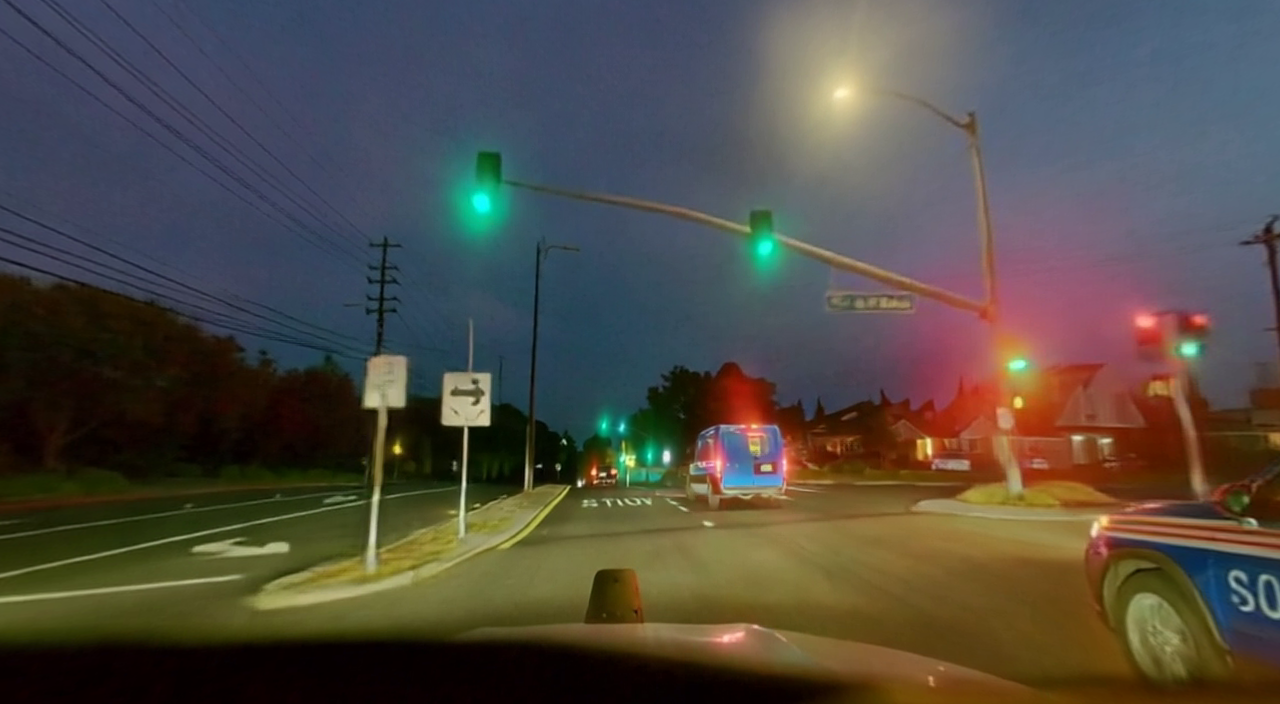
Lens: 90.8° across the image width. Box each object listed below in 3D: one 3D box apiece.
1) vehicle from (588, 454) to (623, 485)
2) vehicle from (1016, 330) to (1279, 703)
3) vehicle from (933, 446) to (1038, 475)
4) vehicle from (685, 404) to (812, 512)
[{"bbox_3d":[-2.226,7.404,40.071,2.114,1.707,3.725,0,-8,-4],"label":"vehicle"},{"bbox_3d":[4.029,0.768,2.291,2.194,1.922,4.822,-1,-8,-2],"label":"vehicle"},{"bbox_3d":[19.096,5.994,34.999,4.868,1.455,2.054,-6,-10,32],"label":"vehicle"},{"bbox_3d":[2.945,3.089,18.844,2.406,2.687,5.521,0,-8,-4],"label":"vehicle"}]
